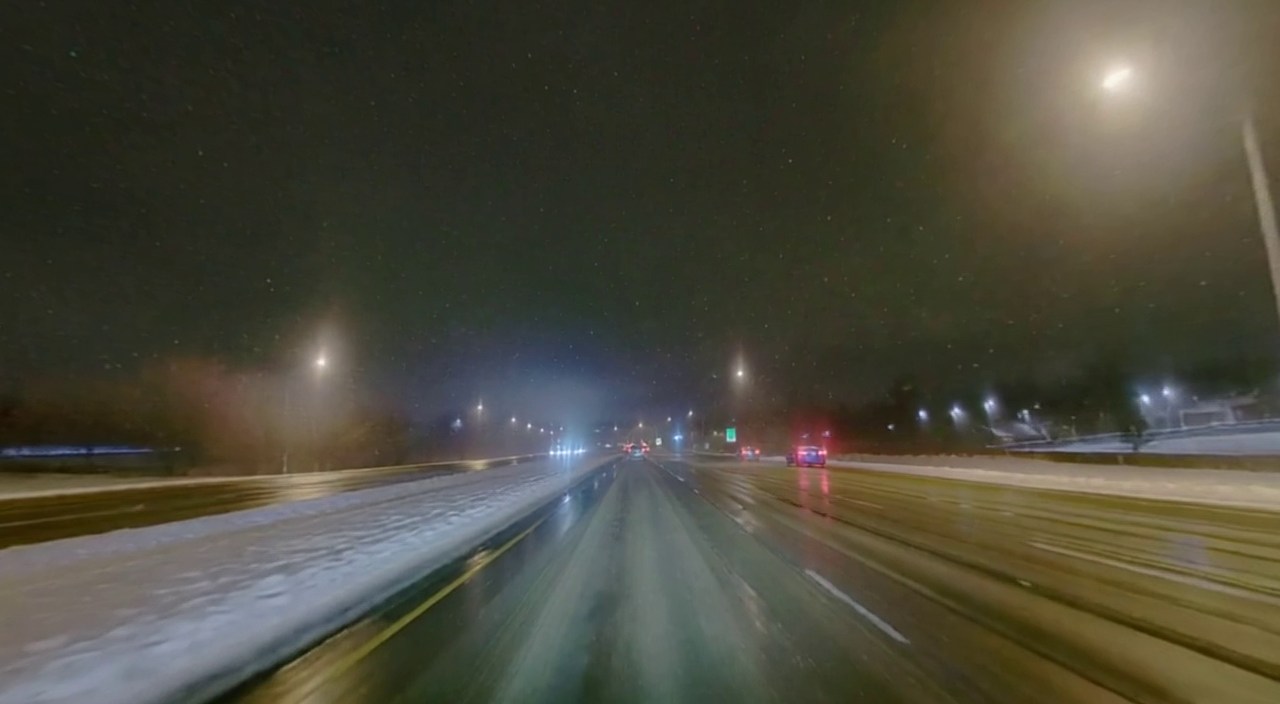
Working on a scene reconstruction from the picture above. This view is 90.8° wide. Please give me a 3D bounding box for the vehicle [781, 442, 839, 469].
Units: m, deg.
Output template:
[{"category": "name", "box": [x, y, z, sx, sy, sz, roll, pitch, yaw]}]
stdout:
[{"category": "vehicle", "box": [10.541, 6.450, 39.579, 2.024, 1.481, 4.747, 1, -8, -4]}]
